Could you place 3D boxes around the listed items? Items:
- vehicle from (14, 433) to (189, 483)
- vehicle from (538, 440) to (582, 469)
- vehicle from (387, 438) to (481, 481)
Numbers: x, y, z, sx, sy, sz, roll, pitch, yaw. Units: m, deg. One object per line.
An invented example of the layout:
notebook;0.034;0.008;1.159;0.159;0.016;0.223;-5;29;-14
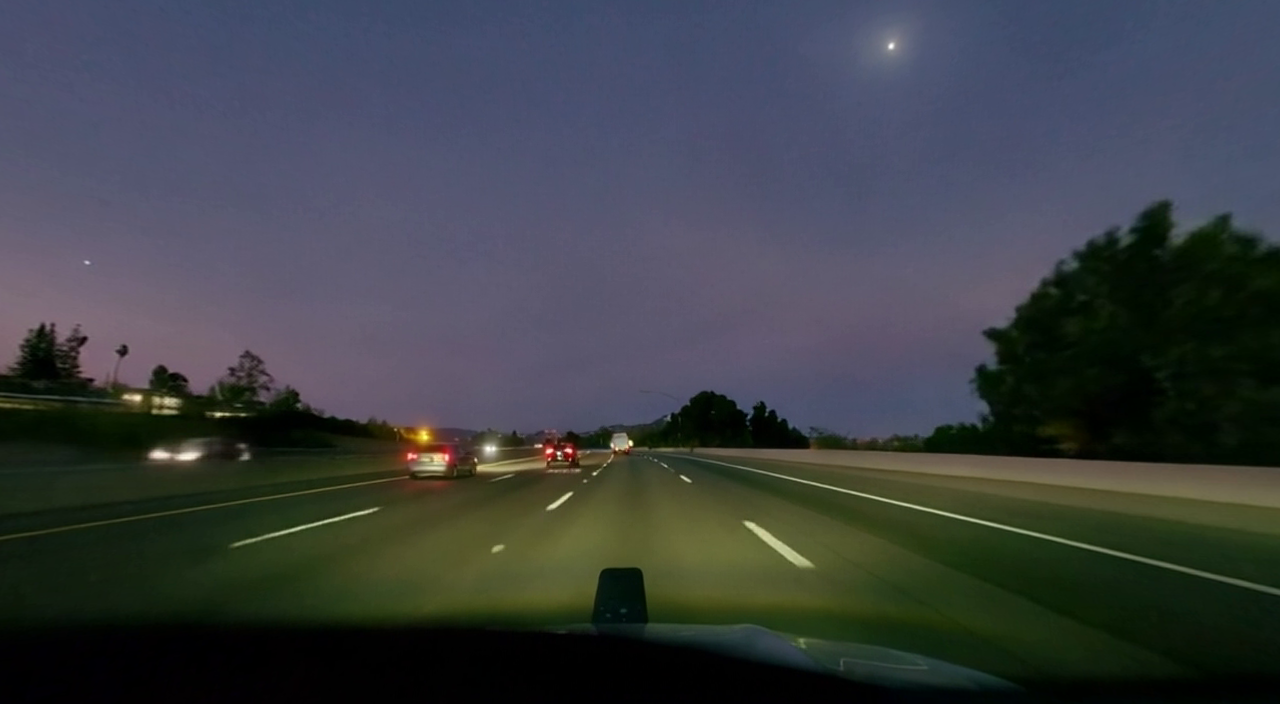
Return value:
vehicle;-18.030;3.571;21.503;2.016;1.519;4.514;0;-8;-1
vehicle;-4.254;5.525;34.117;1.936;1.465;4.060;0;-8;-1
vehicle;-7.752;4.087;24.242;2.038;1.463;4.656;0;-8;0
